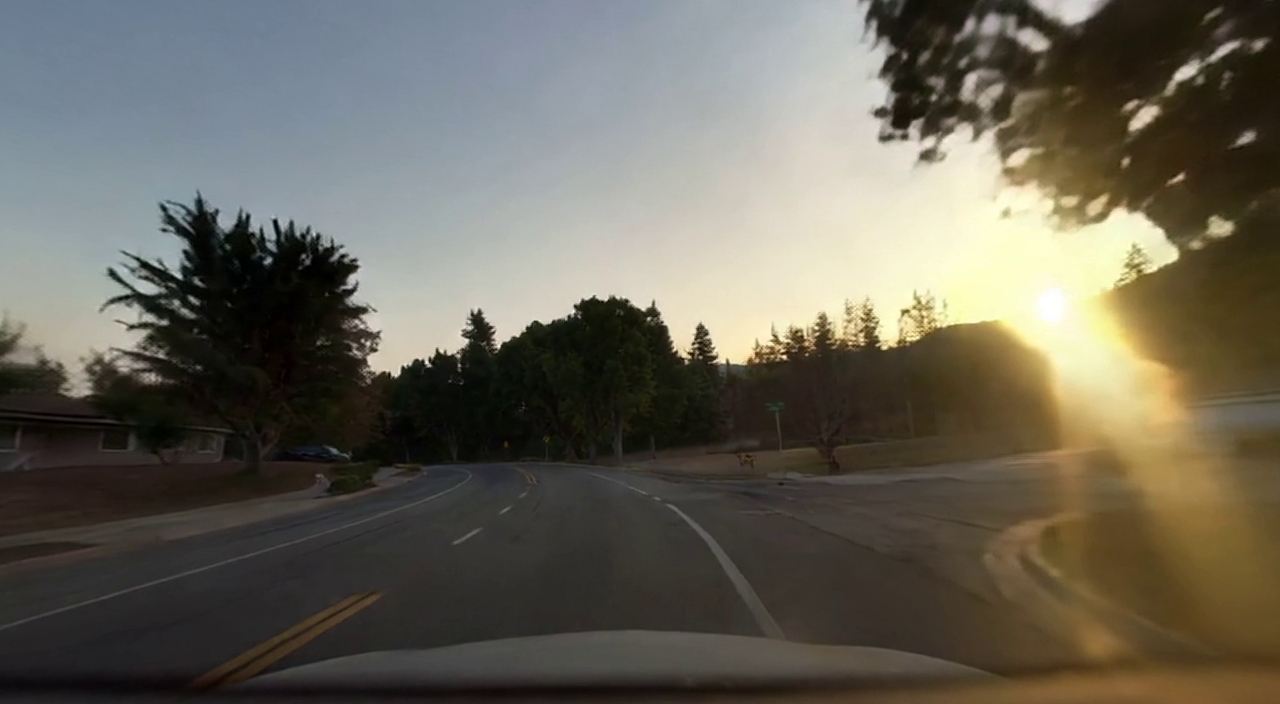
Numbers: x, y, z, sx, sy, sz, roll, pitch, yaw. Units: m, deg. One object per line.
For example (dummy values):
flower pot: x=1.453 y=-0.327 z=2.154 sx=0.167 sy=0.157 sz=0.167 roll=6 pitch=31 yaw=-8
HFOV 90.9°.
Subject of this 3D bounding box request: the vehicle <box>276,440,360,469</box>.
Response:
vehicle: x=-21.644 y=6.891 z=42.407 sx=4.562 sy=1.857 sz=2.129 roll=-2 pitch=-9 yaw=11
